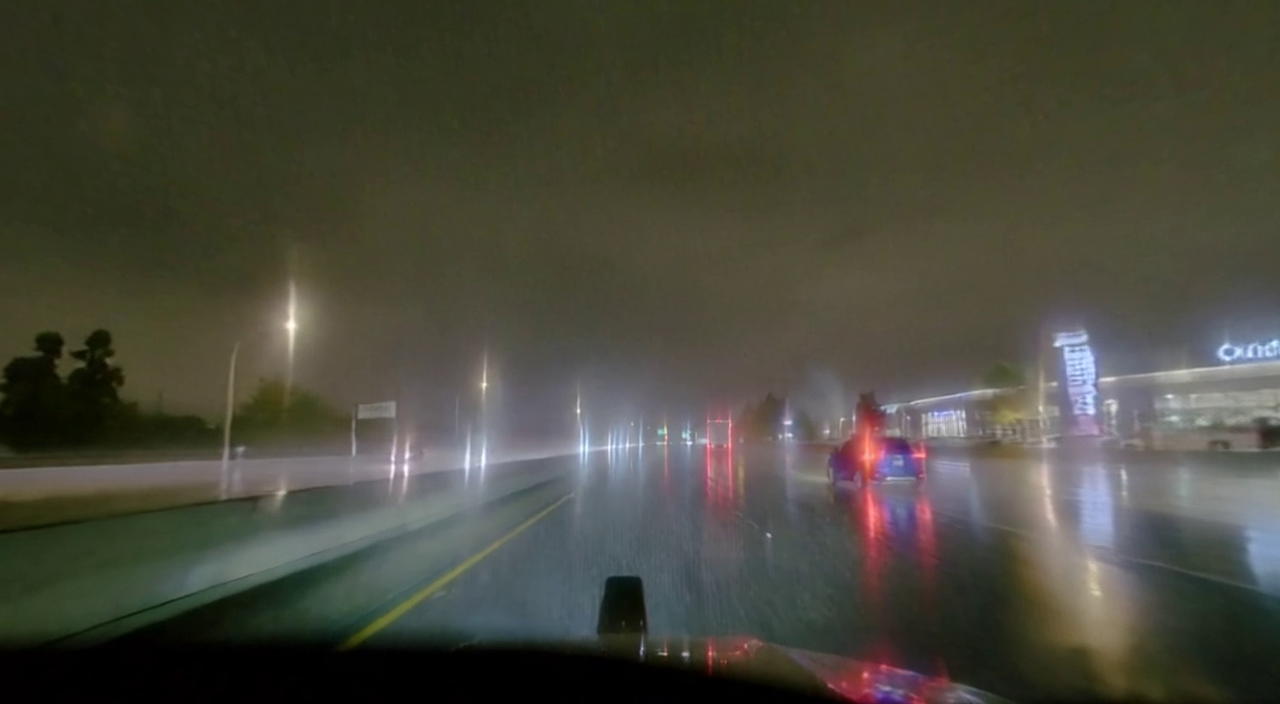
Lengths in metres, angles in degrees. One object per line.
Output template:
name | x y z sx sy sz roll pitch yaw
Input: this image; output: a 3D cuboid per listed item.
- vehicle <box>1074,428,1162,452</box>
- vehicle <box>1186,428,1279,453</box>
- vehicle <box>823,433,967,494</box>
vehicle | 36.480 6.723 47.968 5.072 1.505 1.870 -3 -7 1
vehicle | 36.385 5.411 38.325 4.289 1.420 1.873 0 -8 0
vehicle | 7.226 3.215 18.521 2.079 1.518 5.032 0 -8 -1
